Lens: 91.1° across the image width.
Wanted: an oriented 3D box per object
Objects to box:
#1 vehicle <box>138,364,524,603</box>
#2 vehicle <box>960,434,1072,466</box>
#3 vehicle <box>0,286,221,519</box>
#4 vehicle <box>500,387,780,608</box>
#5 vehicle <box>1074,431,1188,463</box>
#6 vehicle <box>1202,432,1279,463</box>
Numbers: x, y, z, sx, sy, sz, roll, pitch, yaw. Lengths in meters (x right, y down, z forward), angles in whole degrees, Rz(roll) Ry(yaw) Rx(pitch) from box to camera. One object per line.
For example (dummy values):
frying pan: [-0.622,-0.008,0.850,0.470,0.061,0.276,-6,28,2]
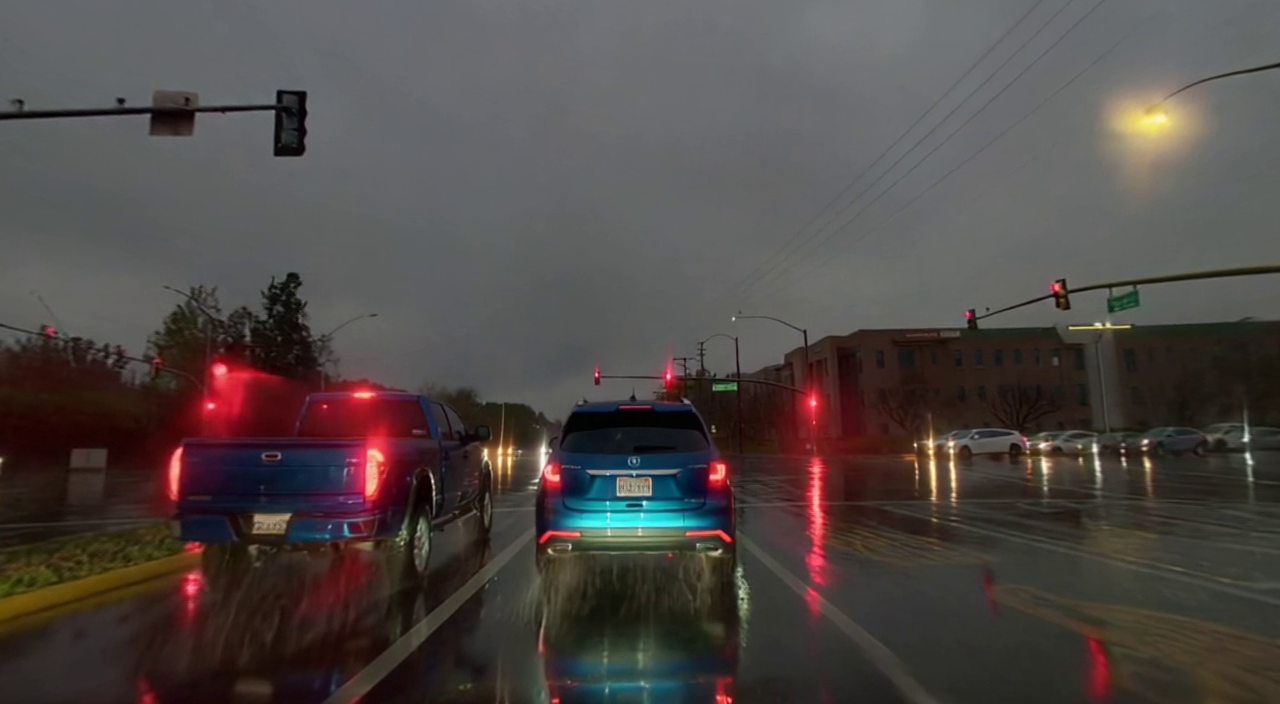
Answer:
vehicle: [-2.952,1.413,7.597,2.220,1.926,4.870,0,-8,-1]
vehicle: [19.327,5.051,32.393,4.624,1.601,1.871,0,-8,-3]
vehicle: [-12.464,0.918,11.101,3.048,3.927,10.755,0,-8,-3]
vehicle: [-0.047,1.494,7.396,2.204,1.738,4.690,0,-8,-1]
vehicle: [27.952,5.407,35.846,4.849,1.759,2.041,0,-8,-3]
vehicle: [35.883,5.519,36.307,4.714,1.754,2.041,0,-8,-1]
